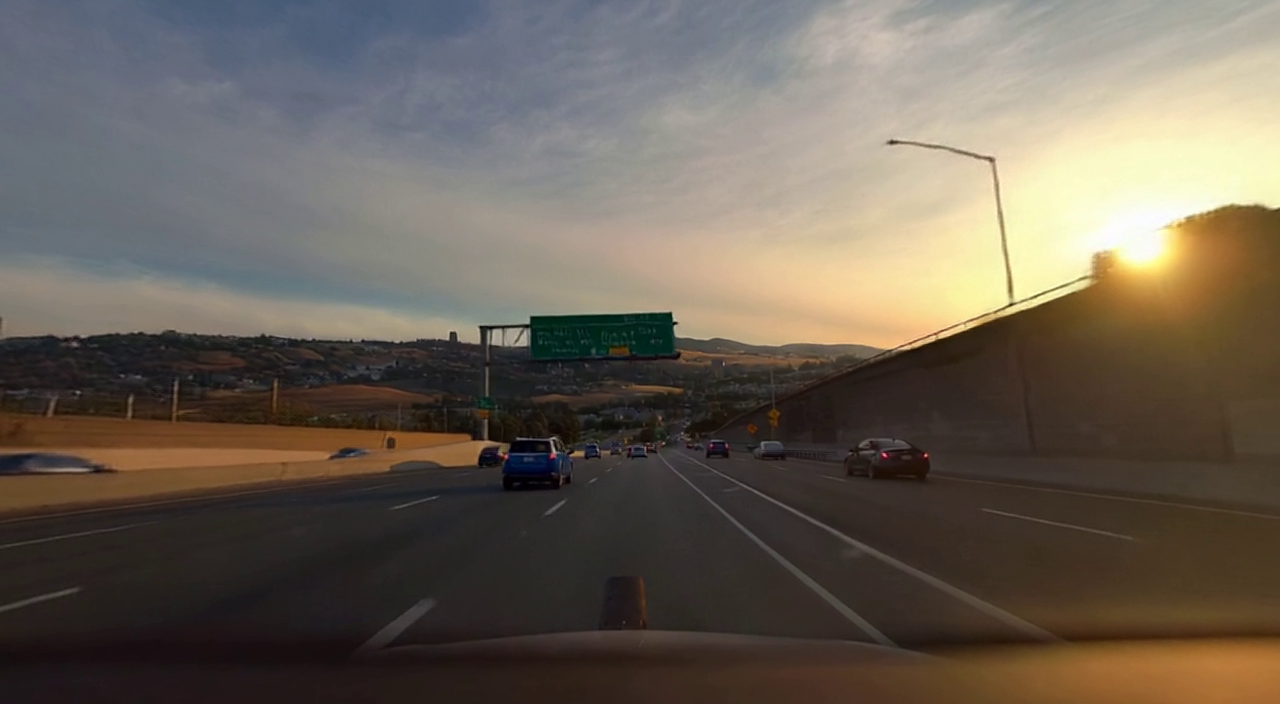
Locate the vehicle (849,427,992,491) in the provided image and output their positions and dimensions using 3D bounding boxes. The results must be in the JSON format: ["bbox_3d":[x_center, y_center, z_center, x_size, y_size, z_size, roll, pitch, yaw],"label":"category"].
[{"bbox_3d":[8.048,3.120,18.679,2.122,1.646,4.491,0,-8,-1],"label":"vehicle"}]

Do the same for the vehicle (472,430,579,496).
[{"bbox_3d":[-3.302,3.346,19.464,2.210,1.730,5.133,-1,-8,2],"label":"vehicle"}]

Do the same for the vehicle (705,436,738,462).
[{"bbox_3d":[6.175,7.405,48.273,2.172,1.824,5.031,-1,-8,3],"label":"vehicle"}]

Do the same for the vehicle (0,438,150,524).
[{"bbox_3d":[-13.815,2.785,14.000,2.049,1.707,4.743,0,-8,0],"label":"vehicle"}]
